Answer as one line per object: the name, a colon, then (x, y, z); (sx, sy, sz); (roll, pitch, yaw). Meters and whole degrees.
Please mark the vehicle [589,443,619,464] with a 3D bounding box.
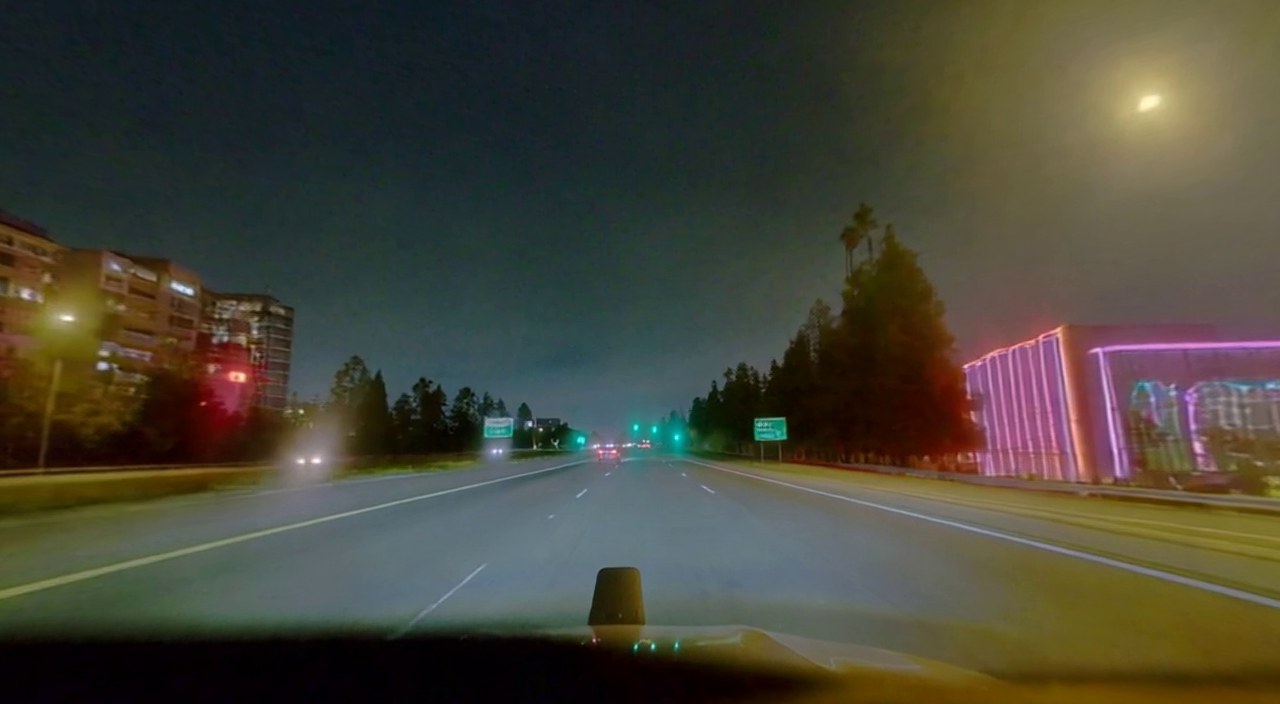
vehicle: (-2.757, 7.909, 49.267); (2.015, 1.557, 4.229); (0, -9, 0)
